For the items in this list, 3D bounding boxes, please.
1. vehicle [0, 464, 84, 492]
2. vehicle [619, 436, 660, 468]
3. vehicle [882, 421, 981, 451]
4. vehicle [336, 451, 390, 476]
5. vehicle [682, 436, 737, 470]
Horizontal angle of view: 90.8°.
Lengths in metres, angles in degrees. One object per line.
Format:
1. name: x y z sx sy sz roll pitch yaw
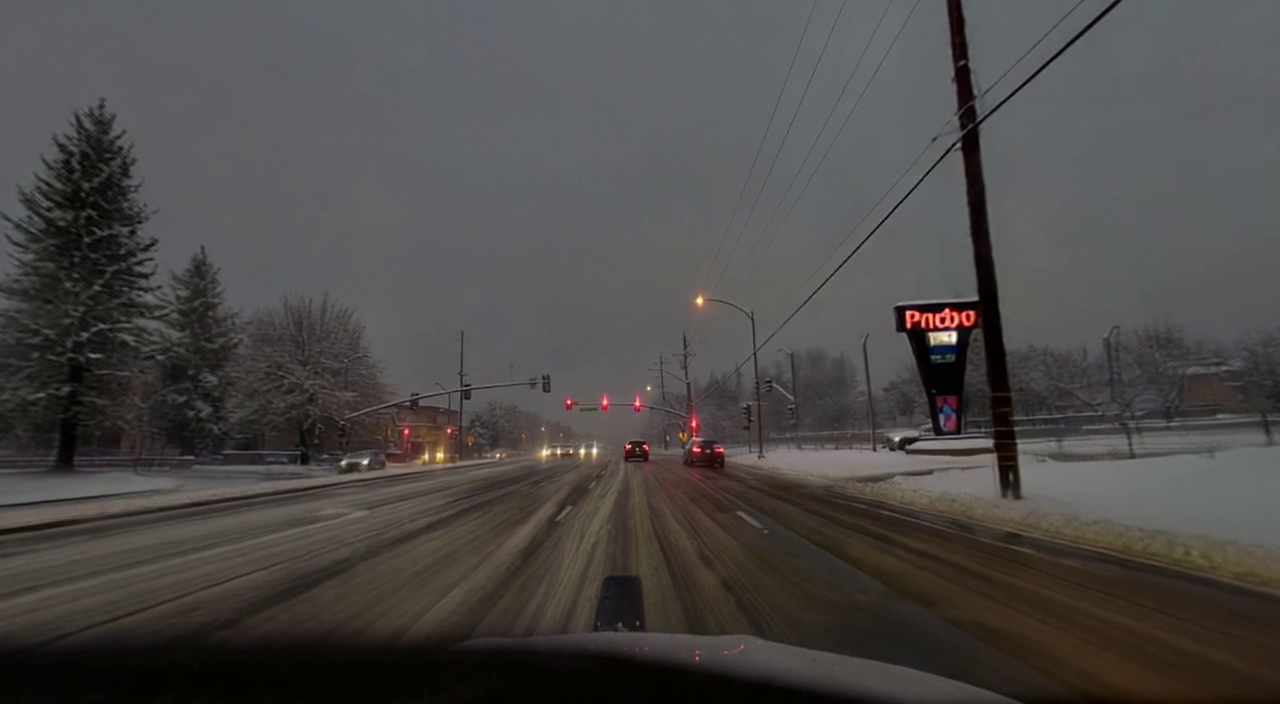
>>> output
1. vehicle: -34.181 7.060 35.411 4.096 1.414 1.834 5 -10 -29
2. vehicle: -0.087 5.698 36.025 2.146 1.685 4.003 0 -9 -2
3. vehicle: 15.674 4.570 34.156 4.344 1.512 1.936 -1 -9 5
4. vehicle: -18.420 7.394 42.214 1.832 1.515 4.369 0 -9 -3
5. vehicle: 3.602 5.340 33.602 2.198 1.660 4.512 0 -9 -3
